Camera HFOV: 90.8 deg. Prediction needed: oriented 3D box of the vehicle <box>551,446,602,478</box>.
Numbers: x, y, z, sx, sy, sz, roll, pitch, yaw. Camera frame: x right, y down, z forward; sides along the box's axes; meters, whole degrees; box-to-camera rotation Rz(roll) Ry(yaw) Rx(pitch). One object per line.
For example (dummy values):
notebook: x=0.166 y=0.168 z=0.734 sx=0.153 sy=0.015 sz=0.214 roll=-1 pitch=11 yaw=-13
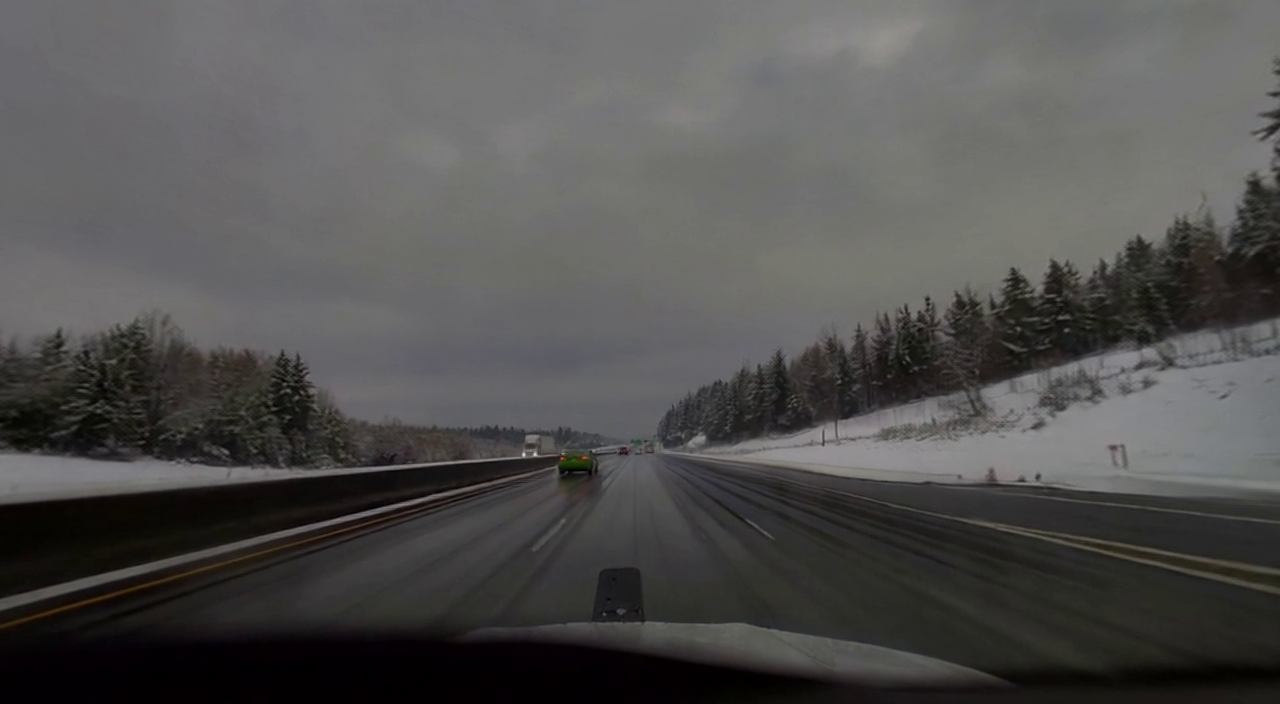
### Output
vehicle: x=-3.247 y=5.729 z=33.140 sx=2.180 sy=1.537 sz=4.459 roll=0 pitch=-9 yaw=0
